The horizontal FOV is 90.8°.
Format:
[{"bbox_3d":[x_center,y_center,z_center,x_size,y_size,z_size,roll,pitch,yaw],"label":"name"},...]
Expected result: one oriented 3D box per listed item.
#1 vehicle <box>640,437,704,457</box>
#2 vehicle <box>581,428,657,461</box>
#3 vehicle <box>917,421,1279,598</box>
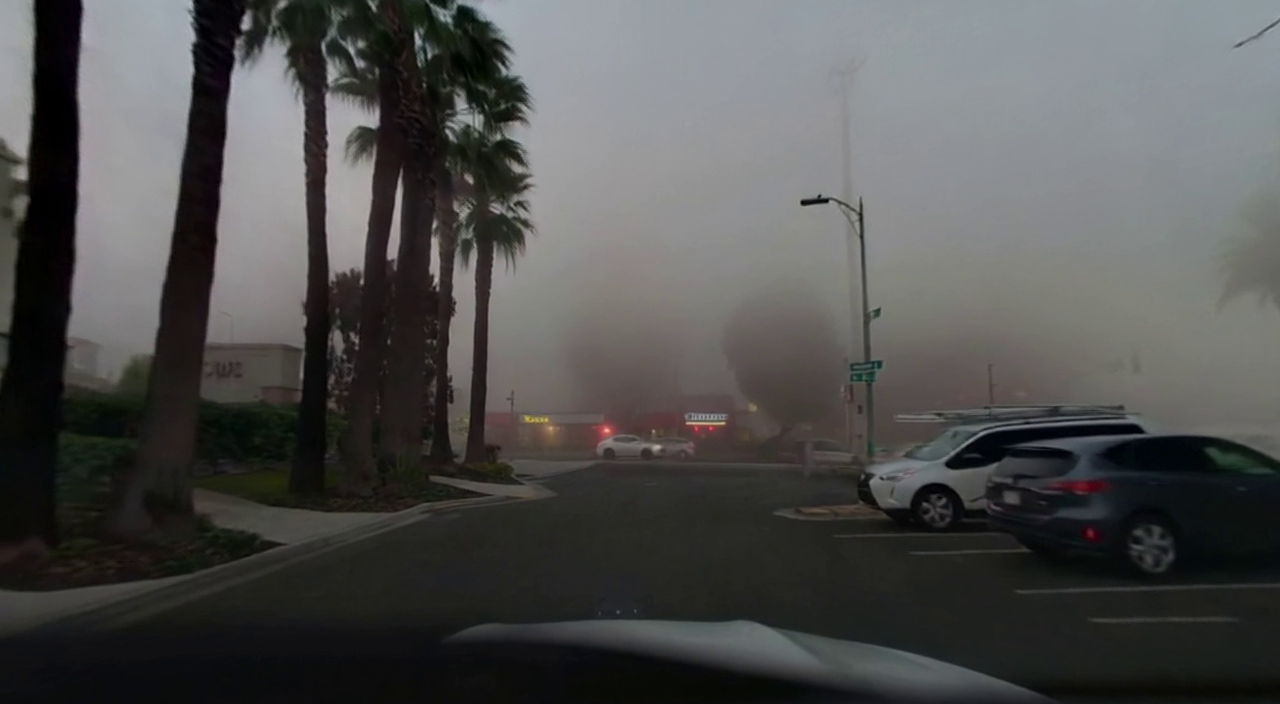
[{"bbox_3d":[2.423,7.373,49.110,4.850,1.472,1.777,0,-8,-1],"label":"vehicle"},{"bbox_3d":[-1.188,5.299,36.104,4.211,1.756,2.158,-1,-8,-1],"label":"vehicle"},{"bbox_3d":[5.800,1.519,6.796,4.742,1.506,1.919,0,-7,-5],"label":"vehicle"}]
